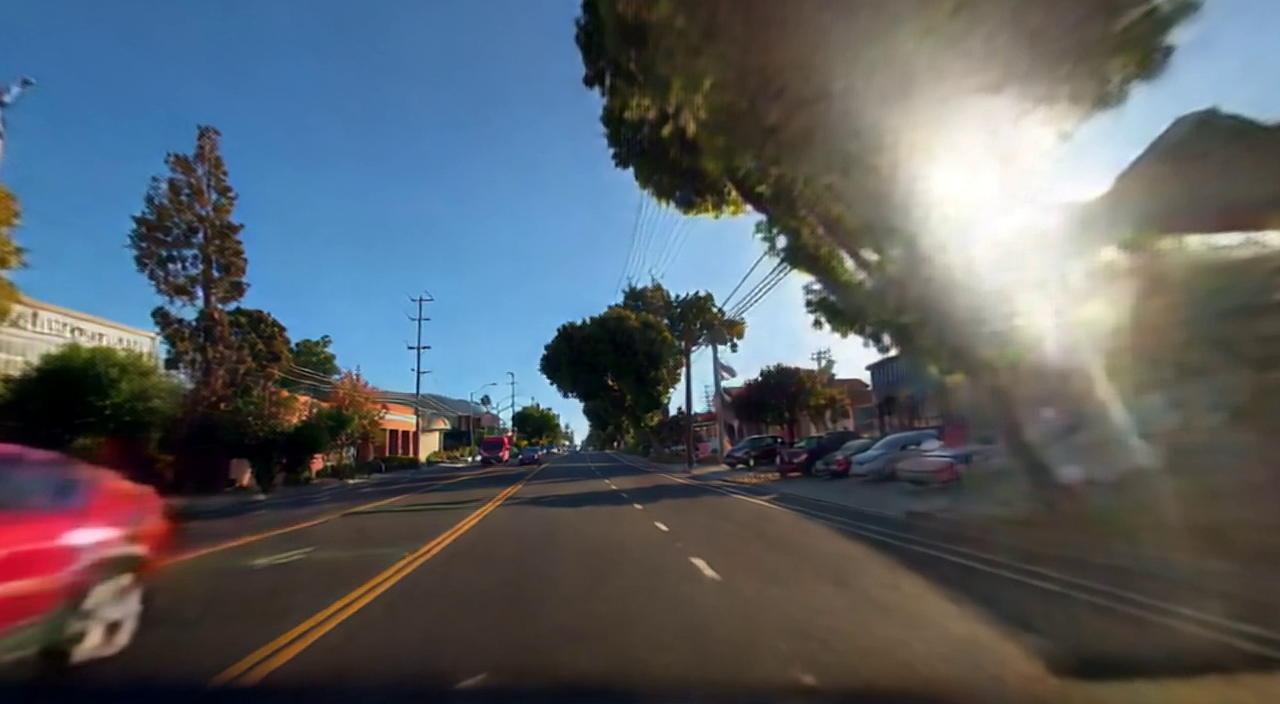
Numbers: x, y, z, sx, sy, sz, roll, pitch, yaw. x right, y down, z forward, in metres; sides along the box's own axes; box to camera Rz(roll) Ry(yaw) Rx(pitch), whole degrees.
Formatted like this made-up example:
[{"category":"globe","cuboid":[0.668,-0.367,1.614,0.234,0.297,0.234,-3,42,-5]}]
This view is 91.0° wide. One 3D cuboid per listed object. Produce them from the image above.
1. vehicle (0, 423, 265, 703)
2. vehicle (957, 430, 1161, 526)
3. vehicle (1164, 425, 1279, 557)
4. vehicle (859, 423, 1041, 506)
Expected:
[{"category":"vehicle","cuboid":[-4.262,1.141,3.214,2.122,1.517,4.465,0,-8,-3]},{"category":"vehicle","cuboid":[8.519,2.406,12.664,4.502,1.564,2.057,6,-11,-39]},{"category":"vehicle","cuboid":[9.385,1.840,8.907,4.853,1.526,2.074,7,-11,-40]},{"category":"vehicle","cuboid":[8.269,2.866,16.596,5.112,1.832,2.290,7,-11,-40]}]
